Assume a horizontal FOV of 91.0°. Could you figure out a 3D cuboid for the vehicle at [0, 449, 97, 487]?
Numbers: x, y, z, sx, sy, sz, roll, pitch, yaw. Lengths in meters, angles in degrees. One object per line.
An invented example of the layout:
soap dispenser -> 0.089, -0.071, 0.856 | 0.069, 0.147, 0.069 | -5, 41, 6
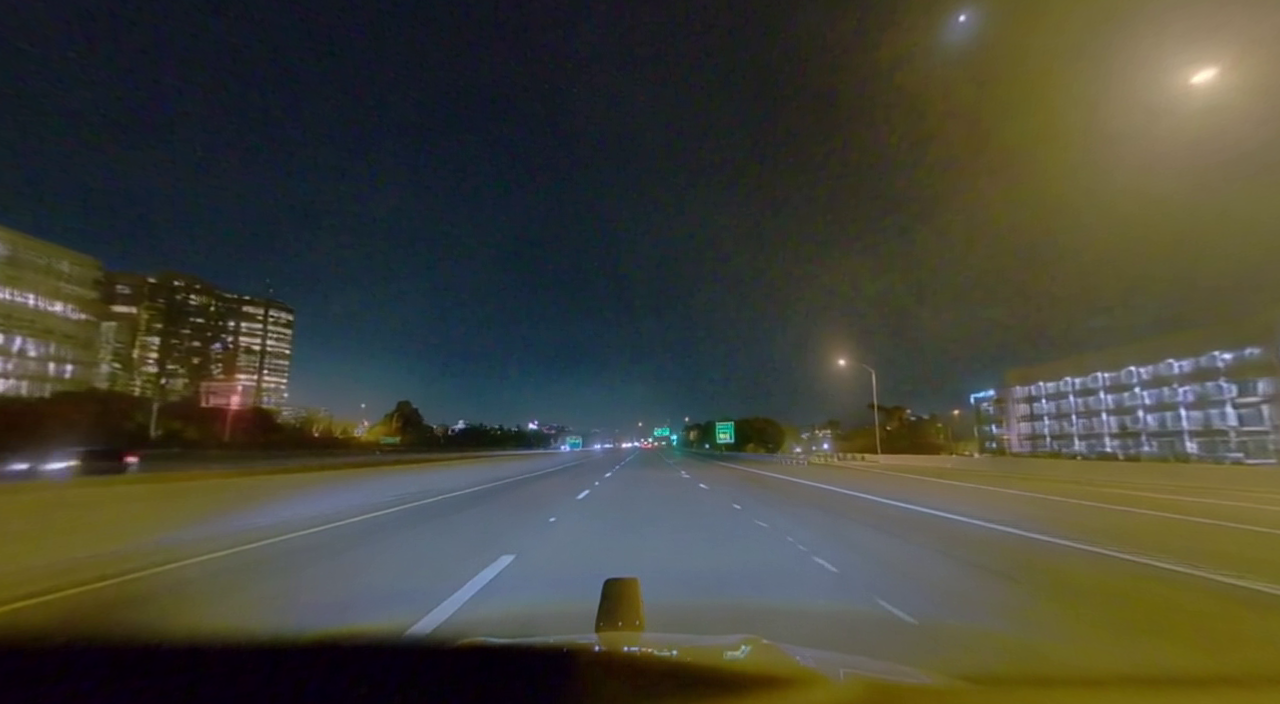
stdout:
vehicle -> -27.336, 5.097, 28.053 | 1.927, 1.517, 4.739 | 0, -9, 2
